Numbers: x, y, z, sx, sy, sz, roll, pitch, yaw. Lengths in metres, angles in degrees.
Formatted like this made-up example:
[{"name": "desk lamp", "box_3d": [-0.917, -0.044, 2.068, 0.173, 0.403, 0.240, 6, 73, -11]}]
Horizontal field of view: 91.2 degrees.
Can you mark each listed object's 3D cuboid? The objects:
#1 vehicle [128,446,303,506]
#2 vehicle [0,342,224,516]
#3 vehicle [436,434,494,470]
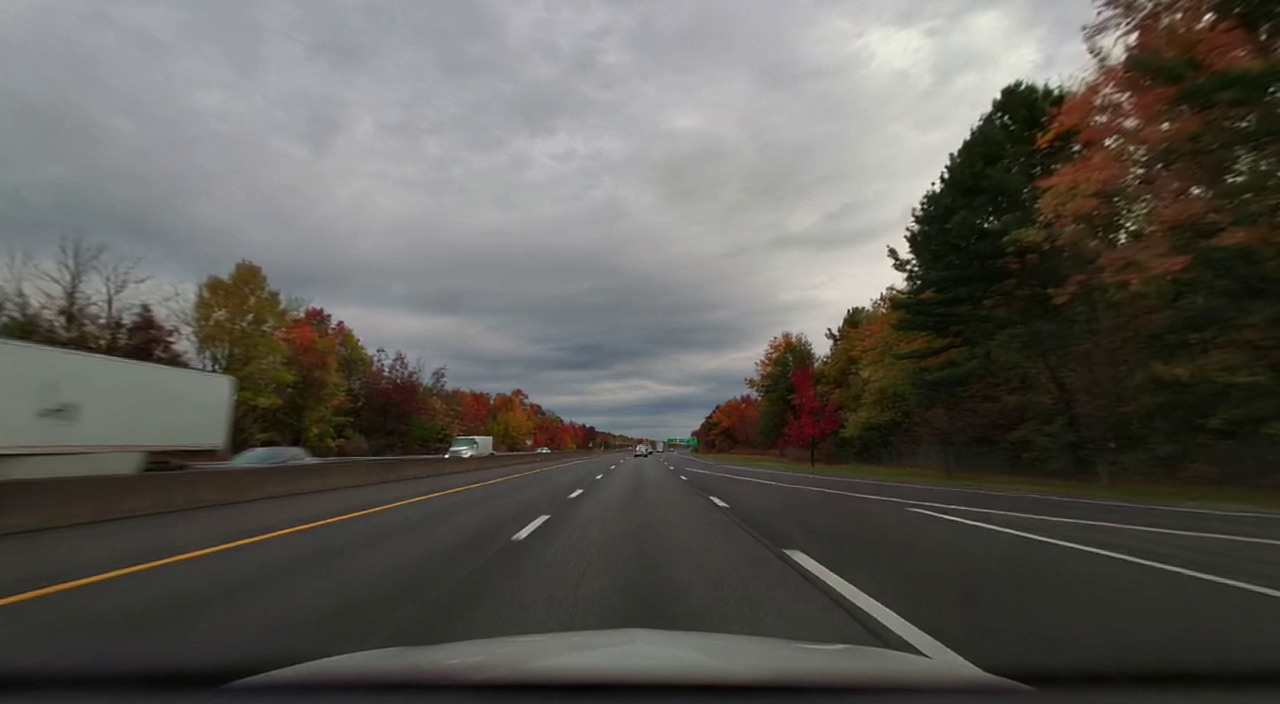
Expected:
[{"name": "vehicle", "box_3d": [-12.426, 3.625, 18.833, 1.942, 1.554, 4.696, 0, -9, 0]}, {"name": "vehicle", "box_3d": [-16.929, 1.721, 14.129, 3.358, 4.099, 17.383, 0, -9, 0]}, {"name": "vehicle", "box_3d": [-11.905, 6.840, 43.080, 2.347, 2.274, 5.425, -1, -9, 1]}]
